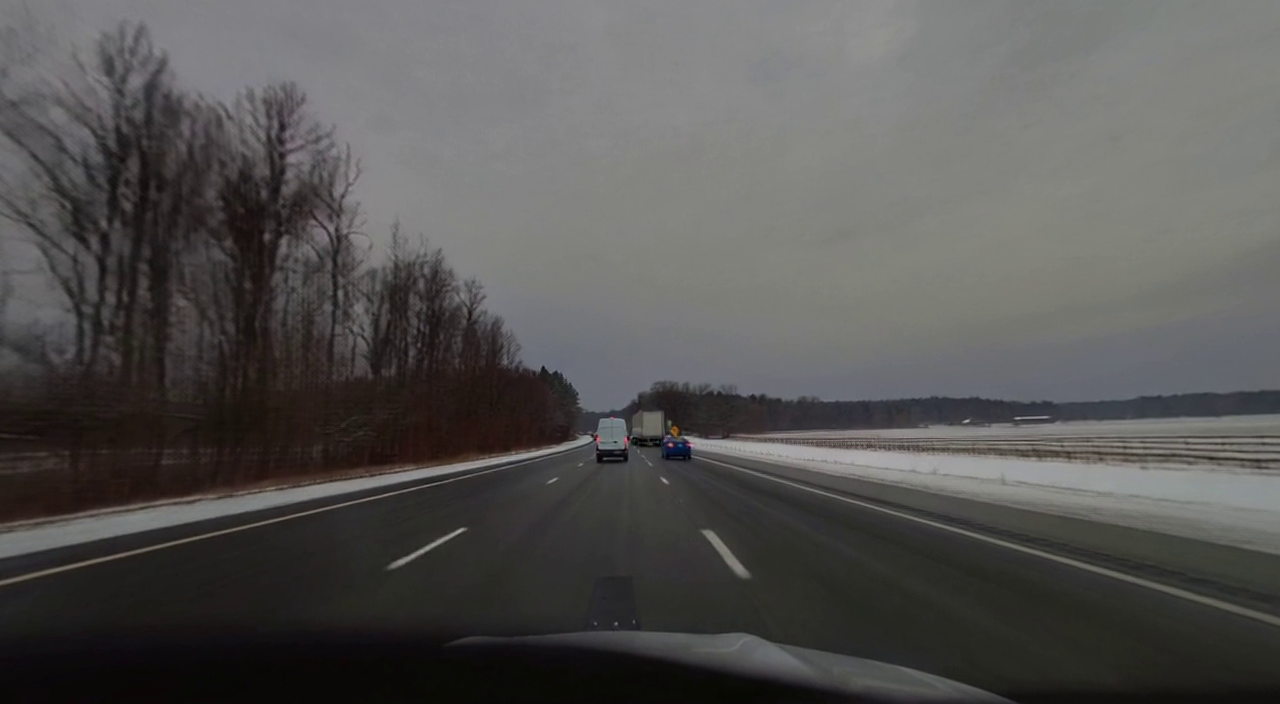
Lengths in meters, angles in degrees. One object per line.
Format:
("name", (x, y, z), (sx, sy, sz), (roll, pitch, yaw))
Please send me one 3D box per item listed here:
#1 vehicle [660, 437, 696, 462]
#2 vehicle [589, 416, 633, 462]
("vehicle", (2.439, 6.353, 41.257), (1.962, 1.508, 4.363), (0, -8, -2))
("vehicle", (-1.689, 5.366, 38.747), (2.389, 2.637, 5.437), (0, -8, 0))
